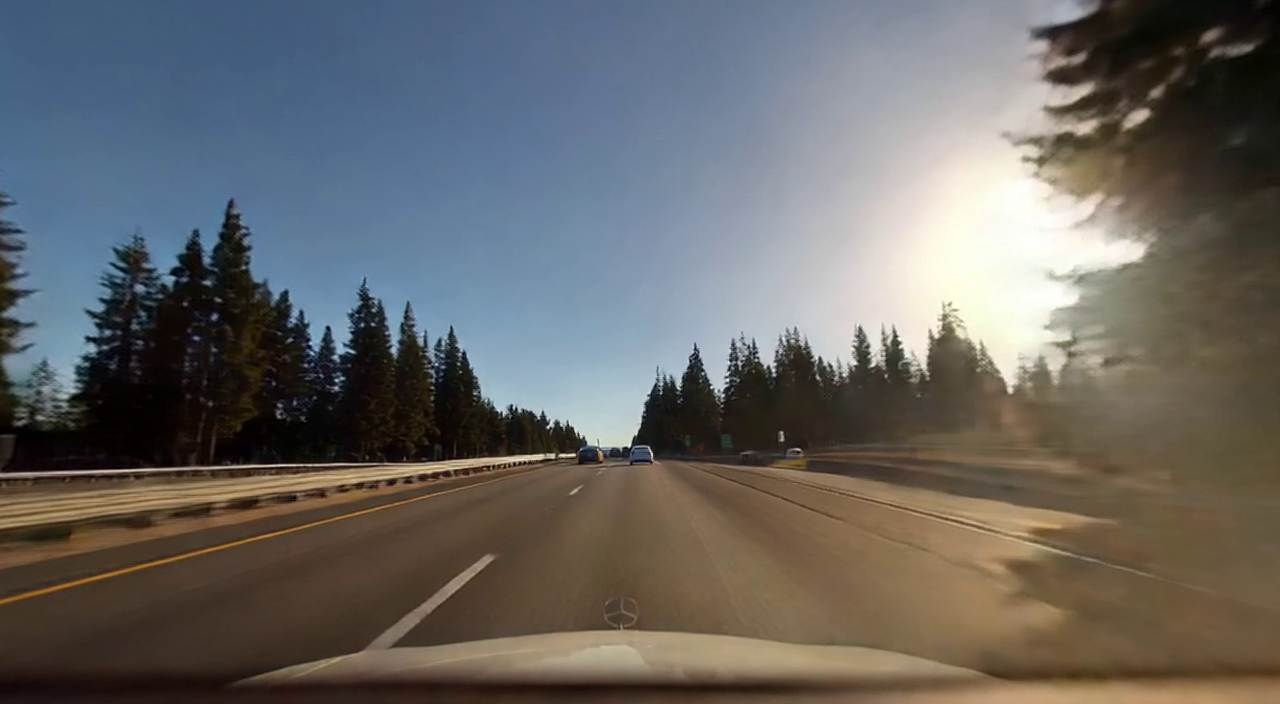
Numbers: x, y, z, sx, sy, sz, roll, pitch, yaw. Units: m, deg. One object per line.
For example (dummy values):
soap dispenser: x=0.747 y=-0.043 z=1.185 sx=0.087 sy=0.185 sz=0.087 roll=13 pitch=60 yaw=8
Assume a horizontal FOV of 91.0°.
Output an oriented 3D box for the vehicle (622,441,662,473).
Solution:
vehicle: x=0.129 y=5.884 z=35.562 sx=2.130 sy=1.684 sz=3.826 roll=0 pitch=-8 yaw=0

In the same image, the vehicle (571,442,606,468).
vehicle: x=-3.690 y=7.458 z=45.771 sx=2.130 sy=1.741 sz=4.665 roll=0 pitch=-8 yaw=1
